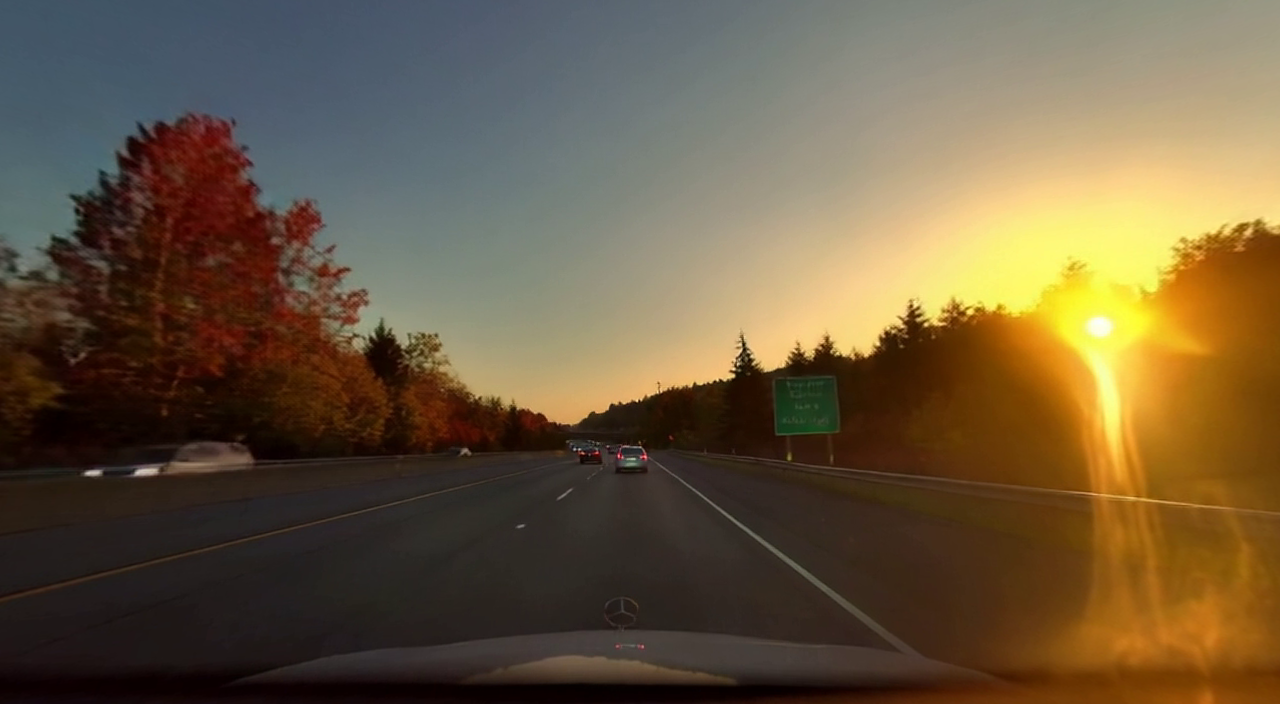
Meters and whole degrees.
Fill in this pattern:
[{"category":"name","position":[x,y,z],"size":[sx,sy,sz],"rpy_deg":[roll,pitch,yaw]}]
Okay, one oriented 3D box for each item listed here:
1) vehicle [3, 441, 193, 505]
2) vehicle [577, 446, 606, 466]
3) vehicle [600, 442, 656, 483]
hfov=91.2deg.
[{"category":"vehicle","position":[-16.987,3.768,20.061],"size":[1.955,1.764,4.585],"rpy_deg":[-1,-9,0]},{"category":"vehicle","position":[-3.767,8.082,48.903],"size":[1.994,1.470,3.752],"rpy_deg":[-1,-9,0]},{"category":"vehicle","position":[-0.467,4.407,25.200],"size":[2.066,1.490,3.759],"rpy_deg":[-1,-9,0]}]
